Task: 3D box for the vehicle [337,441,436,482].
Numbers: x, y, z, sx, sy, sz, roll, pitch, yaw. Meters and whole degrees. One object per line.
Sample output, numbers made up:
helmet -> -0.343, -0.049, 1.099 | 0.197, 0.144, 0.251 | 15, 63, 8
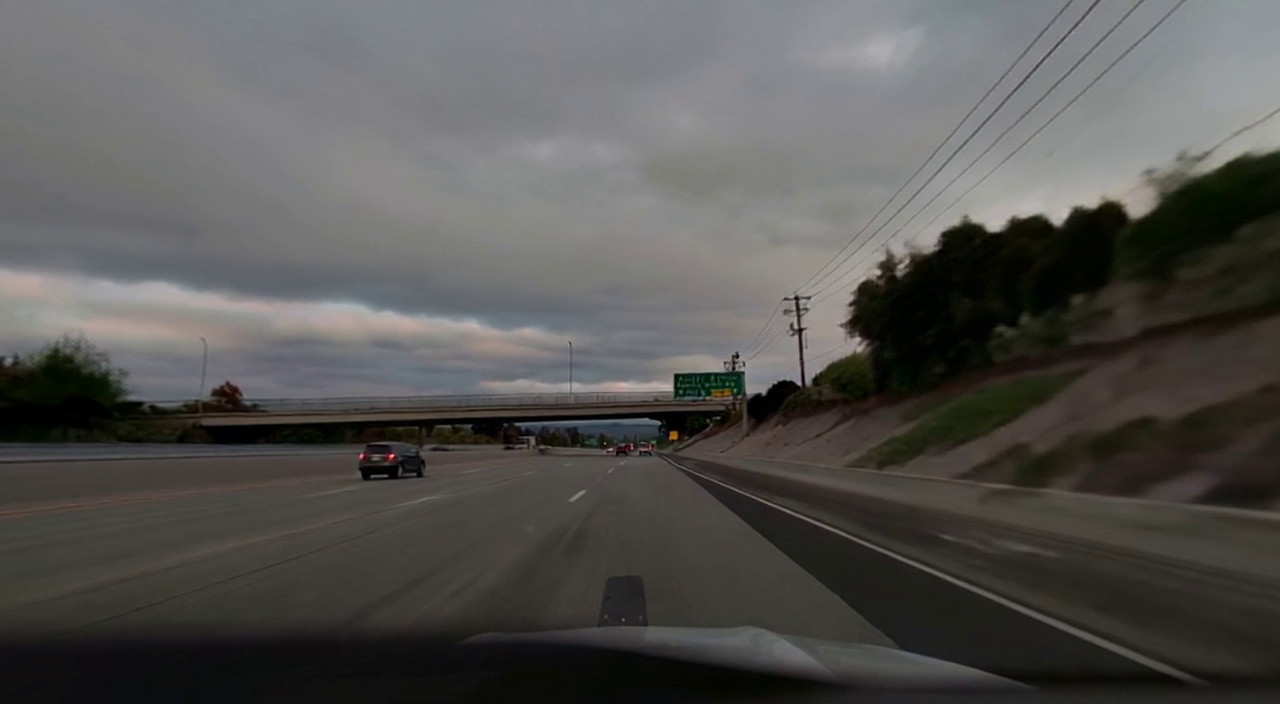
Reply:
vehicle -> -10.094, 4.368, 25.546 | 2.056, 1.476, 4.562 | 0, -8, 1
